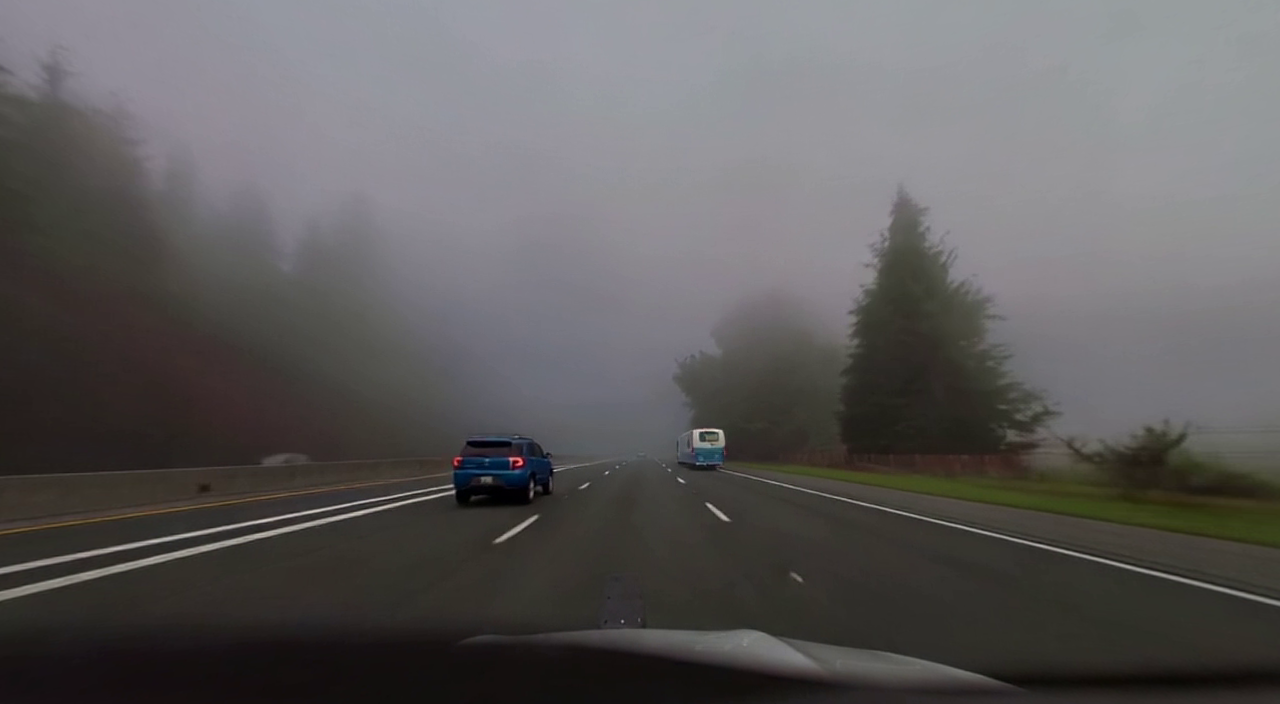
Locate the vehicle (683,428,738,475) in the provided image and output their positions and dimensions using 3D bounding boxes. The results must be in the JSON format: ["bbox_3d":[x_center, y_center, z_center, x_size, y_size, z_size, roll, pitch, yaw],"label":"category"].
[{"bbox_3d":[4.243,6.189,39.321,2.614,2.655,6.429,0,-9,-1],"label":"vehicle"}]

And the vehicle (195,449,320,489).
[{"bbox_3d":[-20.103,6.153,33.696,2.218,1.875,6.898,0,-9,1],"label":"vehicle"}]

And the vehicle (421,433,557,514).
[{"bbox_3d":[-3.379,2.826,15.153,2.020,1.619,4.690,0,-9,1],"label":"vehicle"}]

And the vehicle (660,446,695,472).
[{"bbox_3d":[2.572,7.465,44.209,2.260,1.703,4.959,0,-9,1],"label":"vehicle"}]
